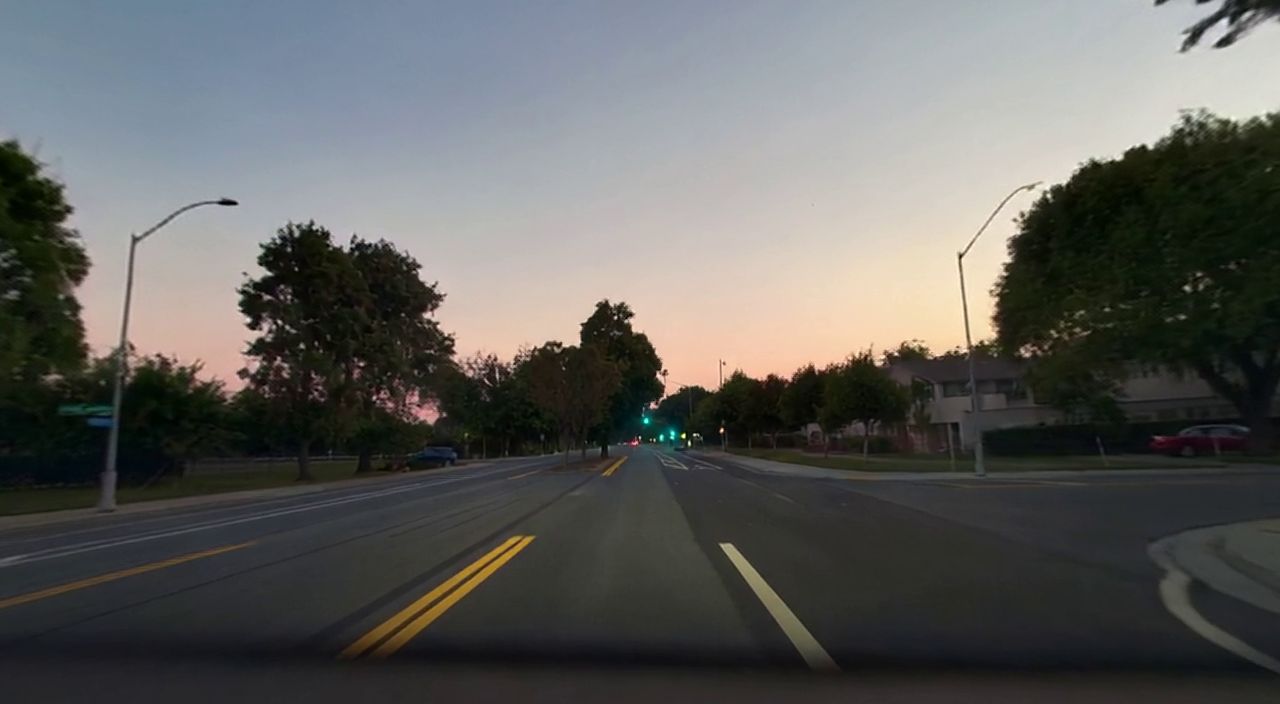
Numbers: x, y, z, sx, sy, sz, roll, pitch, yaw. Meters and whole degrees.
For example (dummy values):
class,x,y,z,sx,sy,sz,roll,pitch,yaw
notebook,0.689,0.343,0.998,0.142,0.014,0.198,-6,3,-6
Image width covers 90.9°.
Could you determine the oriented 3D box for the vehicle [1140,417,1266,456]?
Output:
class,x,y,z,sx,sy,sz,roll,pitch,yaw
vehicle,28.617,4.378,32.295,2.041,1.826,4.925,0,-8,3
